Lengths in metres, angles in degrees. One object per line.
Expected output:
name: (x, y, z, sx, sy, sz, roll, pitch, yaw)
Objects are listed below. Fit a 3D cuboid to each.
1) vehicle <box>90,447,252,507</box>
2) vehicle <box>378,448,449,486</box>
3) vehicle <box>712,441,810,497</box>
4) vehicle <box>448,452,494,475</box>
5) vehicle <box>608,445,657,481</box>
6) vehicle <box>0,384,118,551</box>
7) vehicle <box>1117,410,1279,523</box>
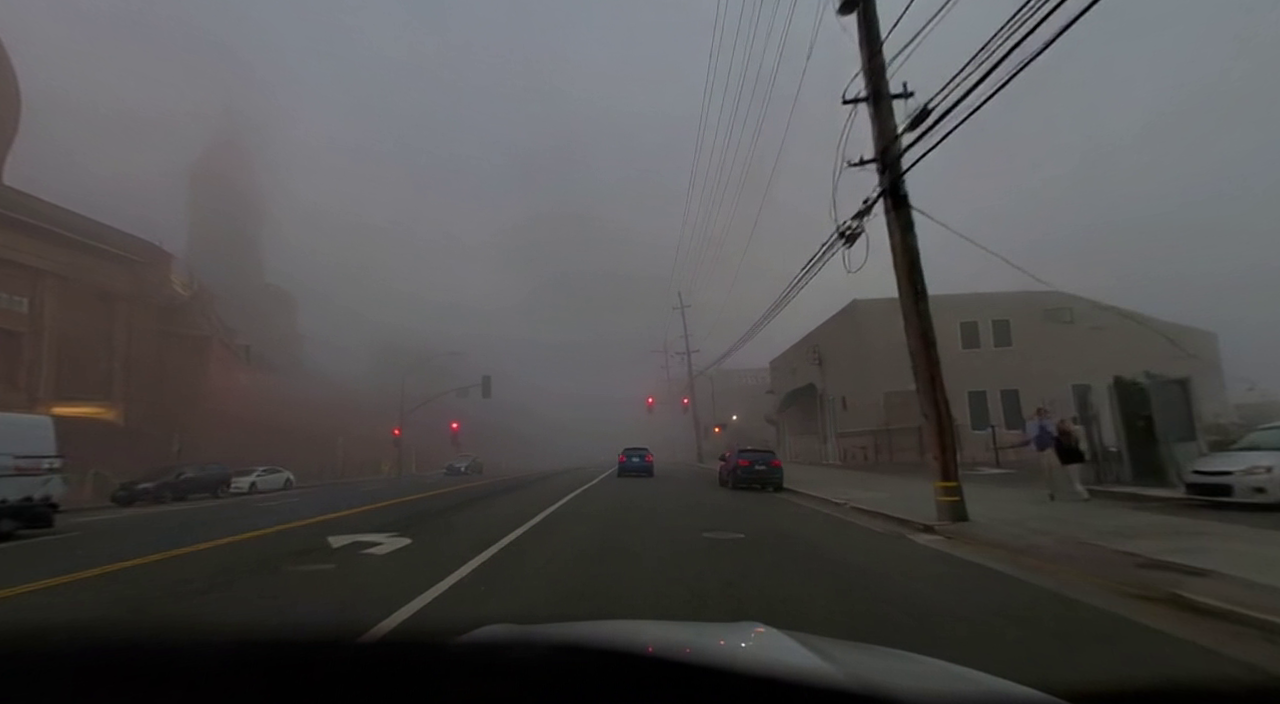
vehicle: (-18.668, 4.957, 25.315, 4.888, 1.920, 2.055, -4, -9, 0)
vehicle: (-12.442, 6.302, 35.102, 2.071, 1.814, 5.185, -3, -8, 0)
vehicle: (3.628, 3.604, 19.877, 1.944, 1.530, 4.539, 0, -8, -3)
vehicle: (-12.301, 8.164, 46.329, 1.980, 1.502, 4.655, 0, -8, 1)
vehicle: (-0.338, 4.902, 28.263, 2.049, 1.453, 4.299, 0, -8, -1)
vehicle: (-12.042, 1.880, 9.592, 2.961, 2.739, 6.276, -4, -8, -1)
vehicle: (10.433, 1.633, 9.807, 4.340, 1.507, 1.936, -4, -8, 1)
